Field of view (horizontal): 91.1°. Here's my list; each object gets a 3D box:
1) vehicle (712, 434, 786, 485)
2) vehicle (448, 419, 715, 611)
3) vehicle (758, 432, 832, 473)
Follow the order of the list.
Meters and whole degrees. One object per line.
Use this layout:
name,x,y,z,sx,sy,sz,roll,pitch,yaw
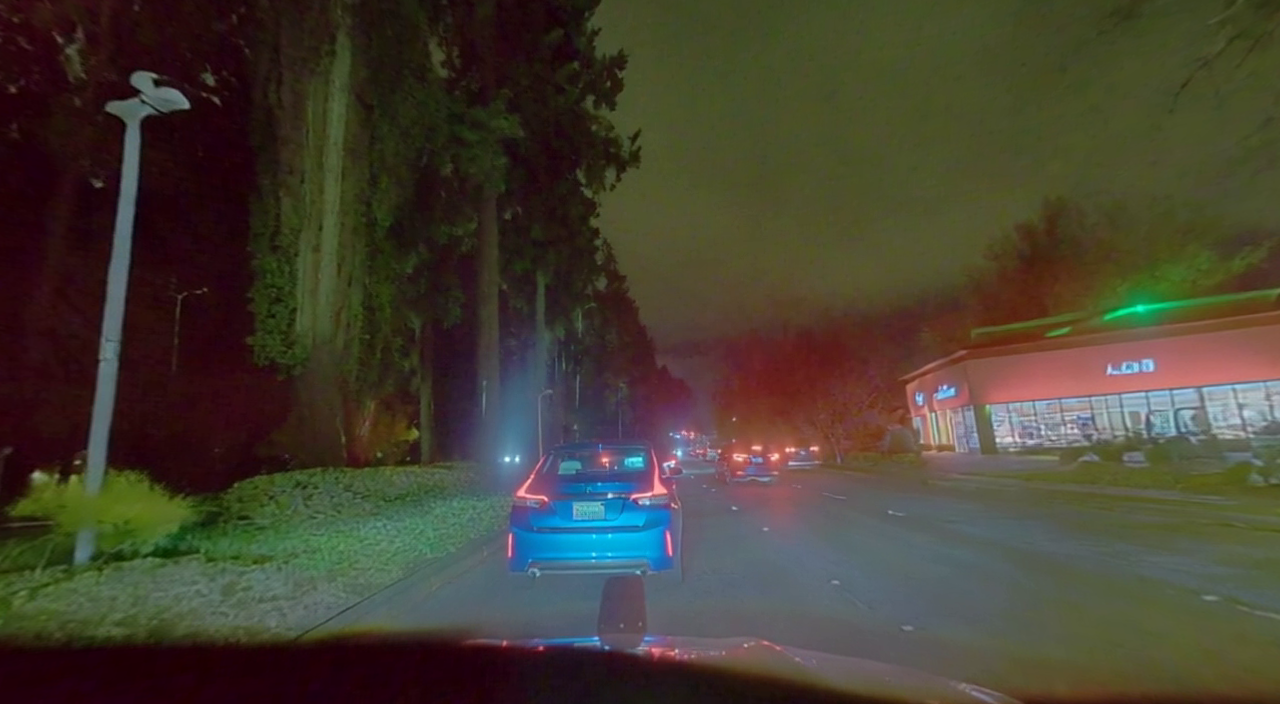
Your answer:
vehicle,3.852,3.873,22.924,1.946,1.648,4.230,0,-8,0
vehicle,-0.472,1.592,7.055,2.111,1.506,4.018,0,-8,0
vehicle,7.517,4.949,31.044,2.253,1.854,5.409,0,-8,0
